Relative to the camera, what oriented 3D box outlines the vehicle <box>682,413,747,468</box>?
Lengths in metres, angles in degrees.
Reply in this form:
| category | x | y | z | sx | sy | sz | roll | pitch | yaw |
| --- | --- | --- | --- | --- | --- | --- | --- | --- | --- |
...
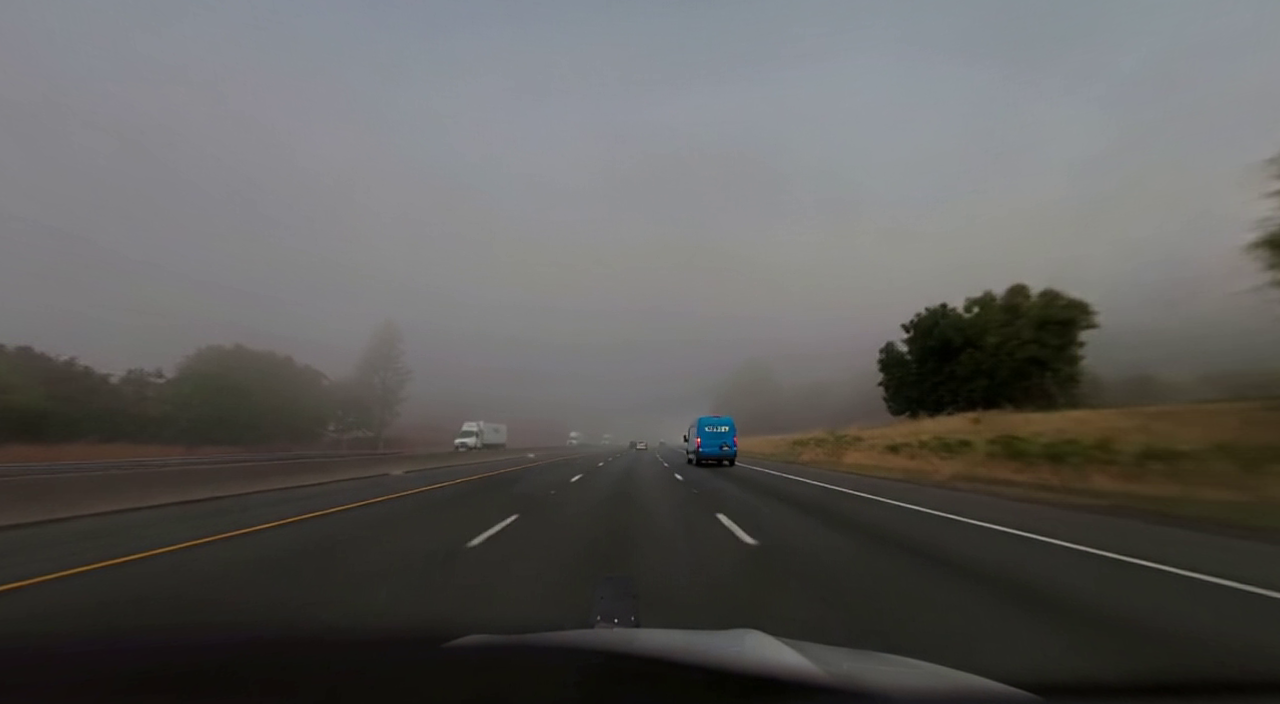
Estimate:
| category | x | y | z | sx | sy | sz | roll | pitch | yaw |
| --- | --- | --- | --- | --- | --- | --- | --- | --- | --- |
| vehicle | 3.718 | 4.590 | 32.712 | 2.485 | 2.562 | 5.535 | 0 | -8 | -2 |
